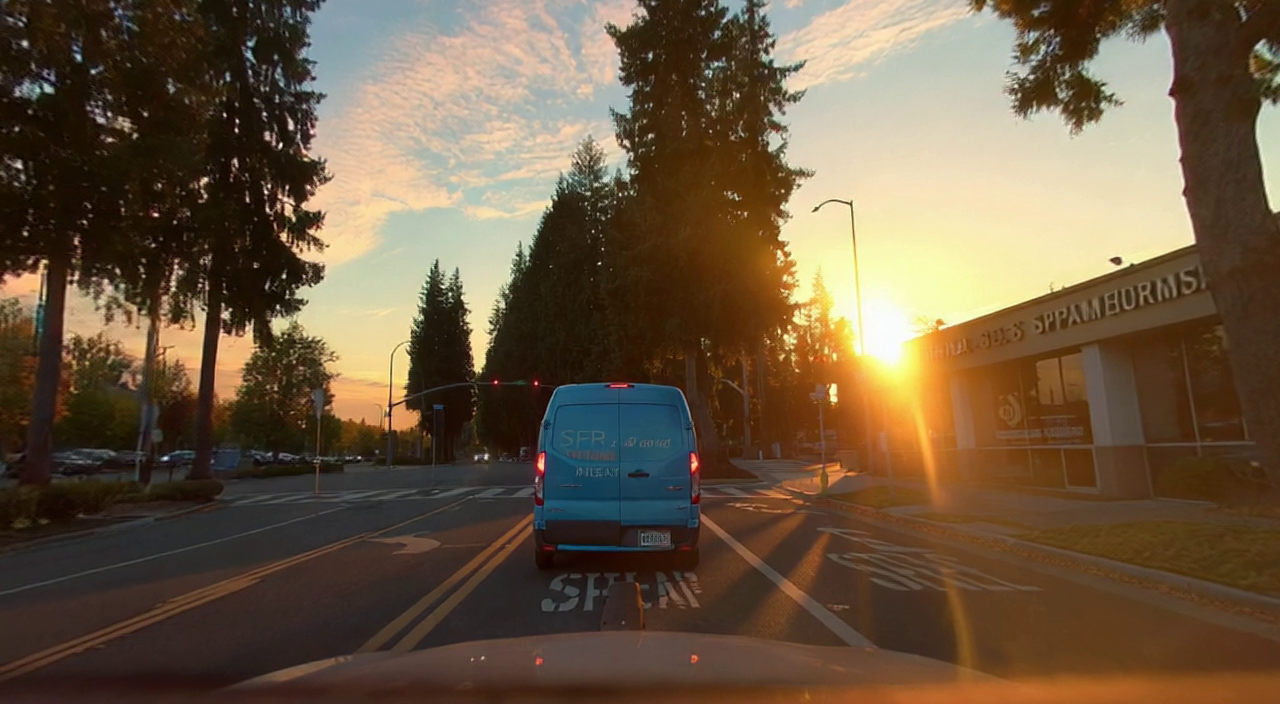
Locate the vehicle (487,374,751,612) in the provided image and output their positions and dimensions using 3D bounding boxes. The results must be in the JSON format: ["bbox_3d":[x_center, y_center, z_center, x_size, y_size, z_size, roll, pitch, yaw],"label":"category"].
[{"bbox_3d":[-0.296,1.467,7.289,2.181,1.949,3.932,1,-9,-4],"label":"vehicle"}]
